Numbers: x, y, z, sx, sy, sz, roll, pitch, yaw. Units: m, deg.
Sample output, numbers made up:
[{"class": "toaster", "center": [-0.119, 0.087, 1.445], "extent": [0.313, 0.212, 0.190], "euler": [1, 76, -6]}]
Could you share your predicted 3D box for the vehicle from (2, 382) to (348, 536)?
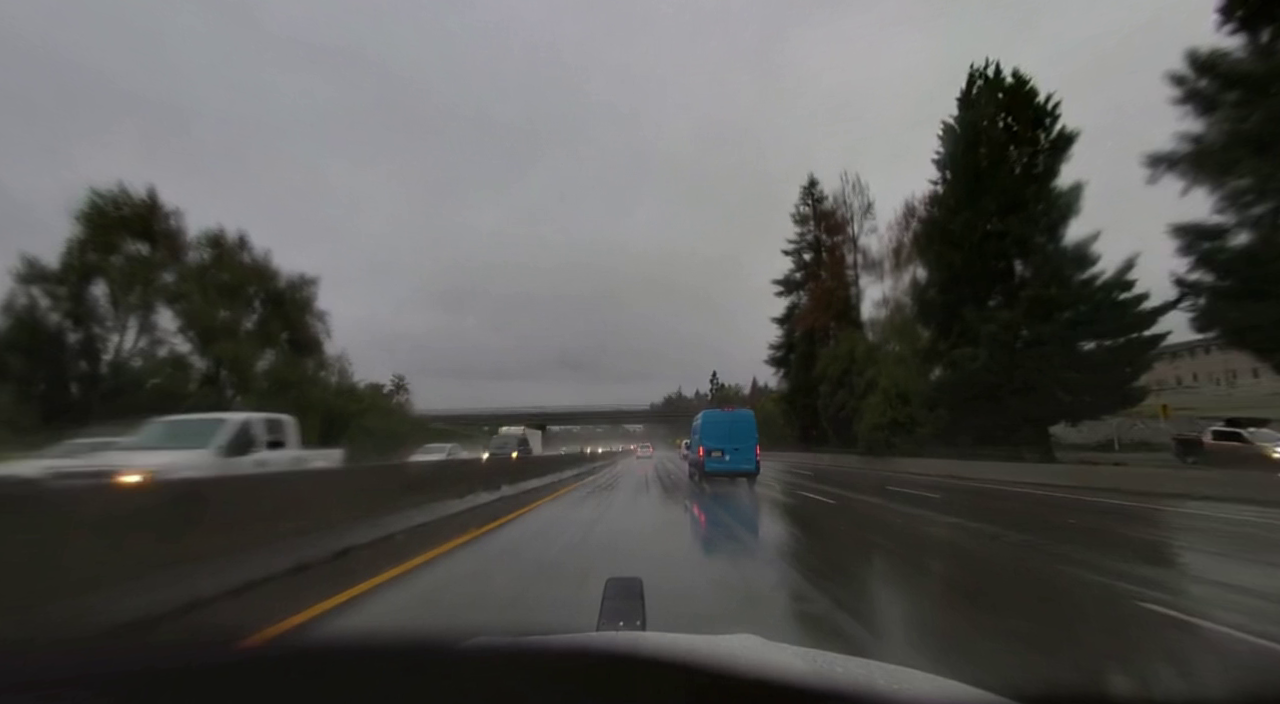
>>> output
[{"class": "vehicle", "center": [-8.174, 1.999, 12.123], "extent": [2.298, 2.253, 5.438], "euler": [-1, -9, 2]}]

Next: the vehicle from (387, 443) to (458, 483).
[{"class": "vehicle", "center": [-11.263, 5.768, 33.051], "extent": [2.038, 1.929, 4.288], "euler": [0, -9, 2]}]

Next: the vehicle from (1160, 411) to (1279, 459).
[{"class": "vehicle", "center": [28.642, 4.026, 30.017], "extent": [2.398, 2.050, 5.776], "euler": [1, -9, -6]}]

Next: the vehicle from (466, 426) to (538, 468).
[{"class": "vehicle", "center": [-7.269, 5.124, 34.059], "extent": [2.237, 2.014, 6.330], "euler": [-1, -9, 2]}]

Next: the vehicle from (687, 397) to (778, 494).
[{"class": "vehicle", "center": [3.275, 3.582, 24.147], "extent": [2.460, 3.155, 6.902], "euler": [0, -9, 0]}]
